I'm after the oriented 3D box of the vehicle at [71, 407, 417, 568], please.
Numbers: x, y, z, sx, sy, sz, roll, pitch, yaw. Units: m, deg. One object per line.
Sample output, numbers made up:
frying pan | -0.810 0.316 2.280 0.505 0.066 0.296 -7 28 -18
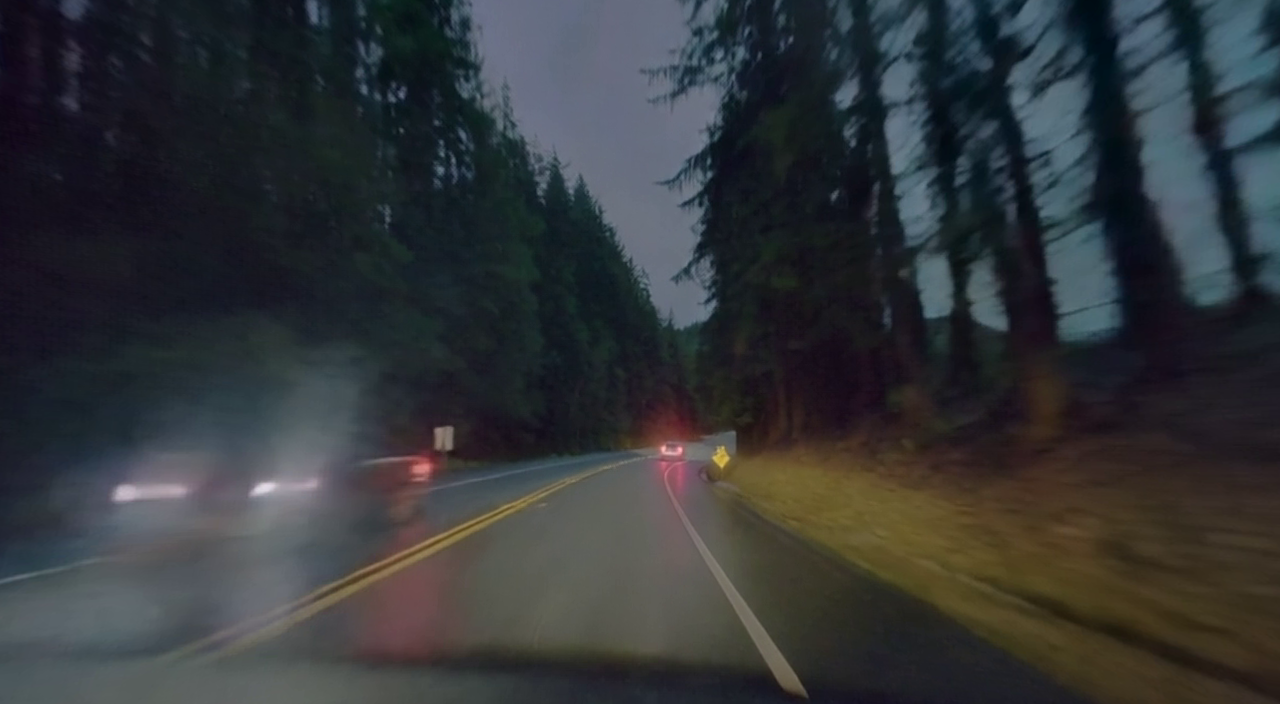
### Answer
vehicle | -5.063 1.792 9.029 2.140 1.727 4.202 0 -9 1
